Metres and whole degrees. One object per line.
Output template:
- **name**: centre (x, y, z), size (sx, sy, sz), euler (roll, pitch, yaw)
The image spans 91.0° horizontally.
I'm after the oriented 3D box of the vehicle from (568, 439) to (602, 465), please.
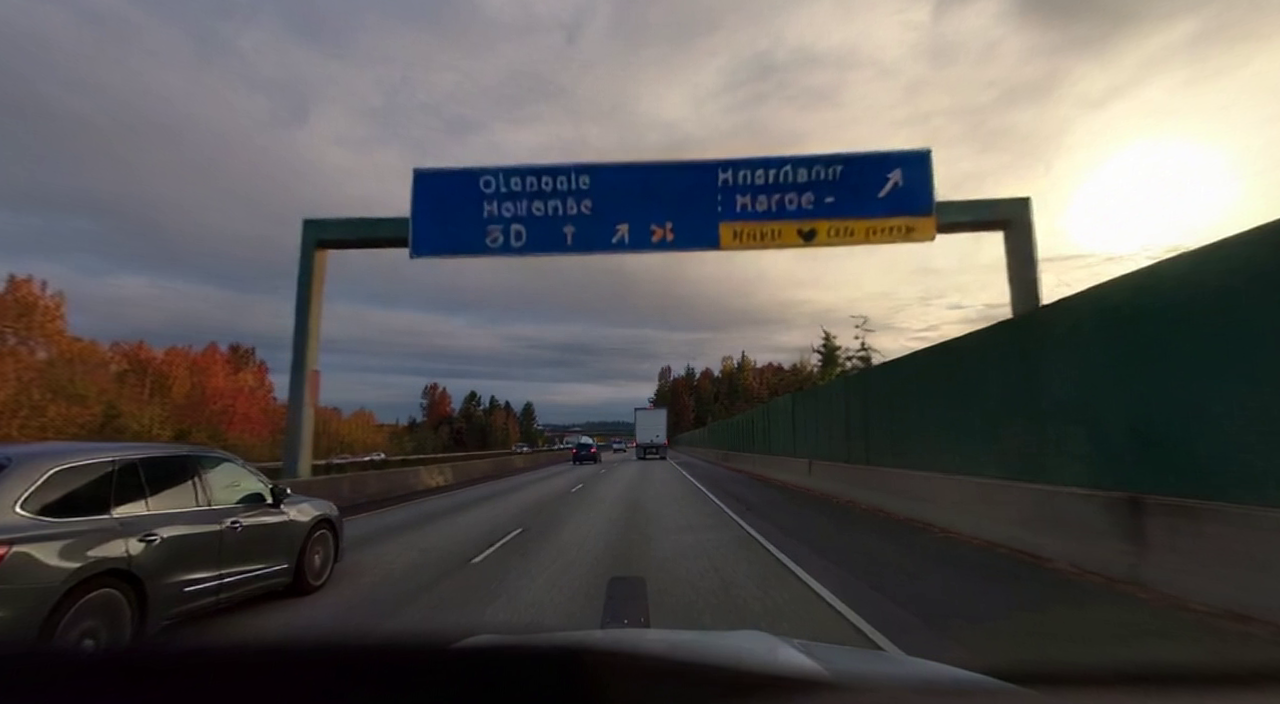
- **vehicle**: centre (-3.500, 6.431, 40.673), size (1.927, 1.556, 3.921), euler (0, -8, -1)
